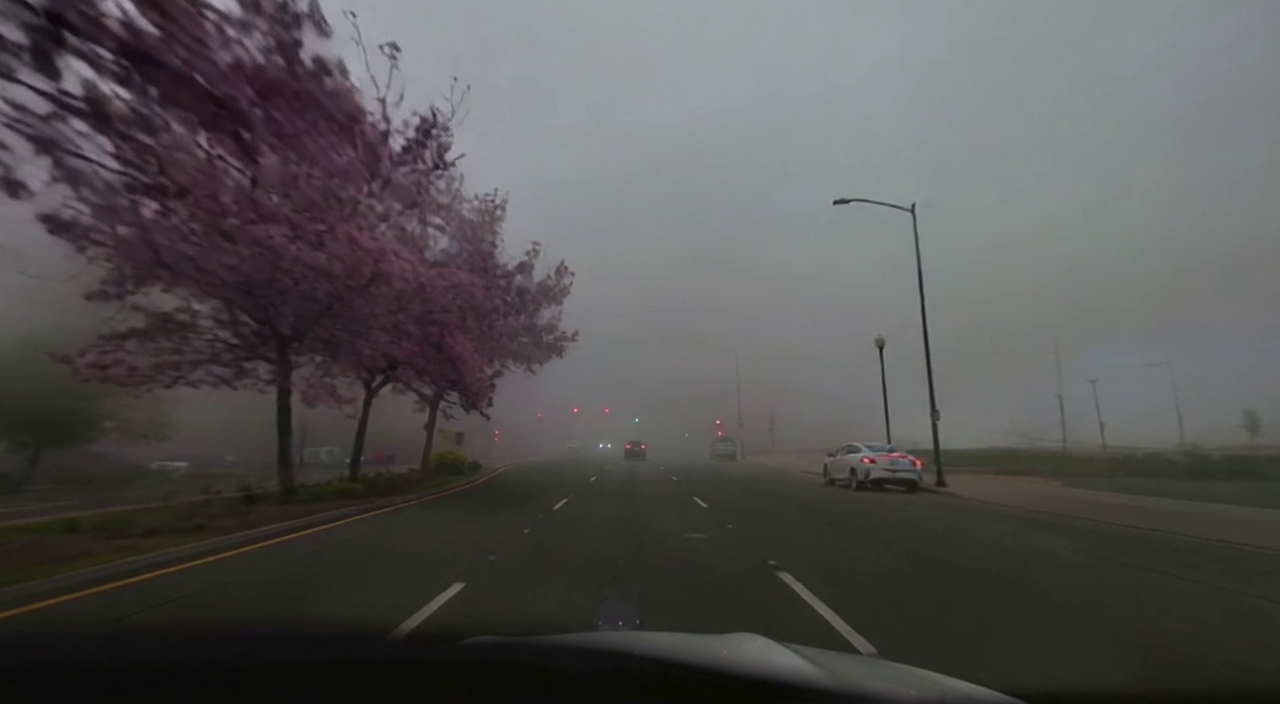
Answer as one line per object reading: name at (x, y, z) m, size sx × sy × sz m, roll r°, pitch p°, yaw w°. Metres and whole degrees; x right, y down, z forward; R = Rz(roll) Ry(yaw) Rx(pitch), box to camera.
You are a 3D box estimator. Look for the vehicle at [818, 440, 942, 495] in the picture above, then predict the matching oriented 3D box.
vehicle at (7.004, 3.401, 19.017) m, size 2.032 × 1.449 × 4.413 m, roll 0°, pitch -9°, yaw 1°
